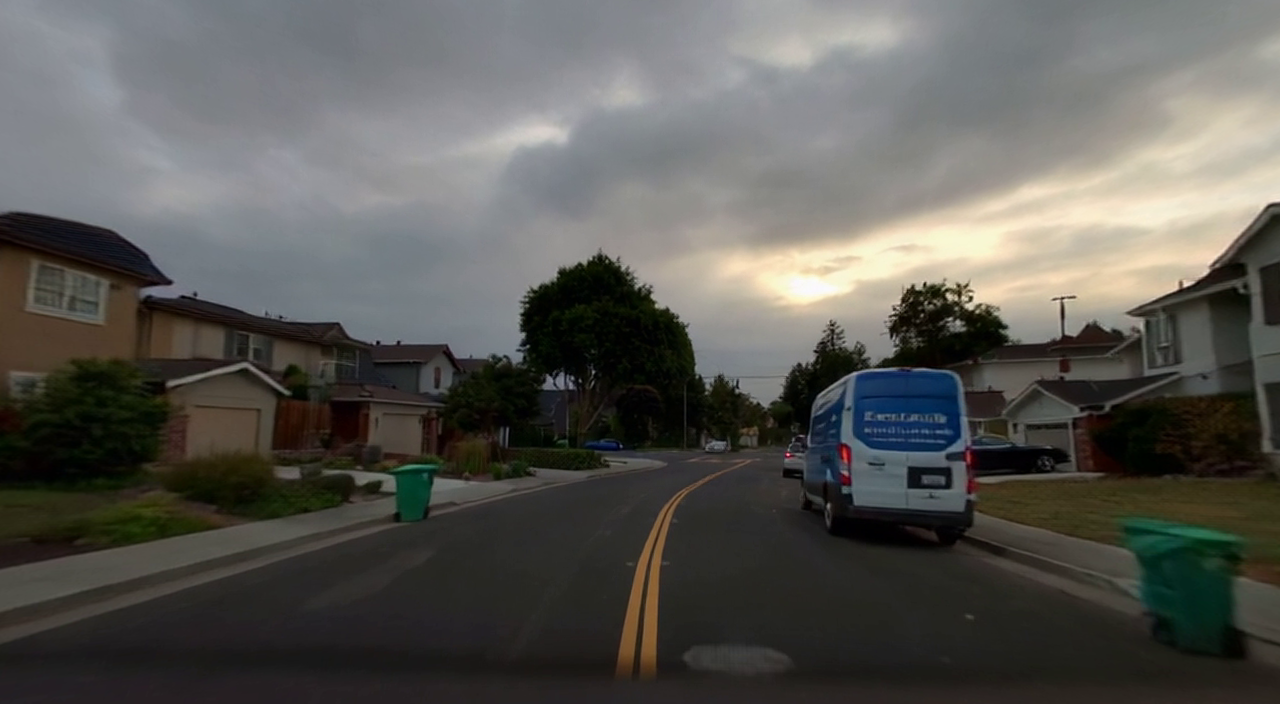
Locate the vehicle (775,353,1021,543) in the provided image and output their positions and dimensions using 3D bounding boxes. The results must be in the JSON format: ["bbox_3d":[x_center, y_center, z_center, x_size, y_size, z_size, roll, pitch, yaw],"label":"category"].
[{"bbox_3d":[4.377,1.836,12.322,2.684,2.712,6.197,-1,-9,6],"label":"vehicle"}]
